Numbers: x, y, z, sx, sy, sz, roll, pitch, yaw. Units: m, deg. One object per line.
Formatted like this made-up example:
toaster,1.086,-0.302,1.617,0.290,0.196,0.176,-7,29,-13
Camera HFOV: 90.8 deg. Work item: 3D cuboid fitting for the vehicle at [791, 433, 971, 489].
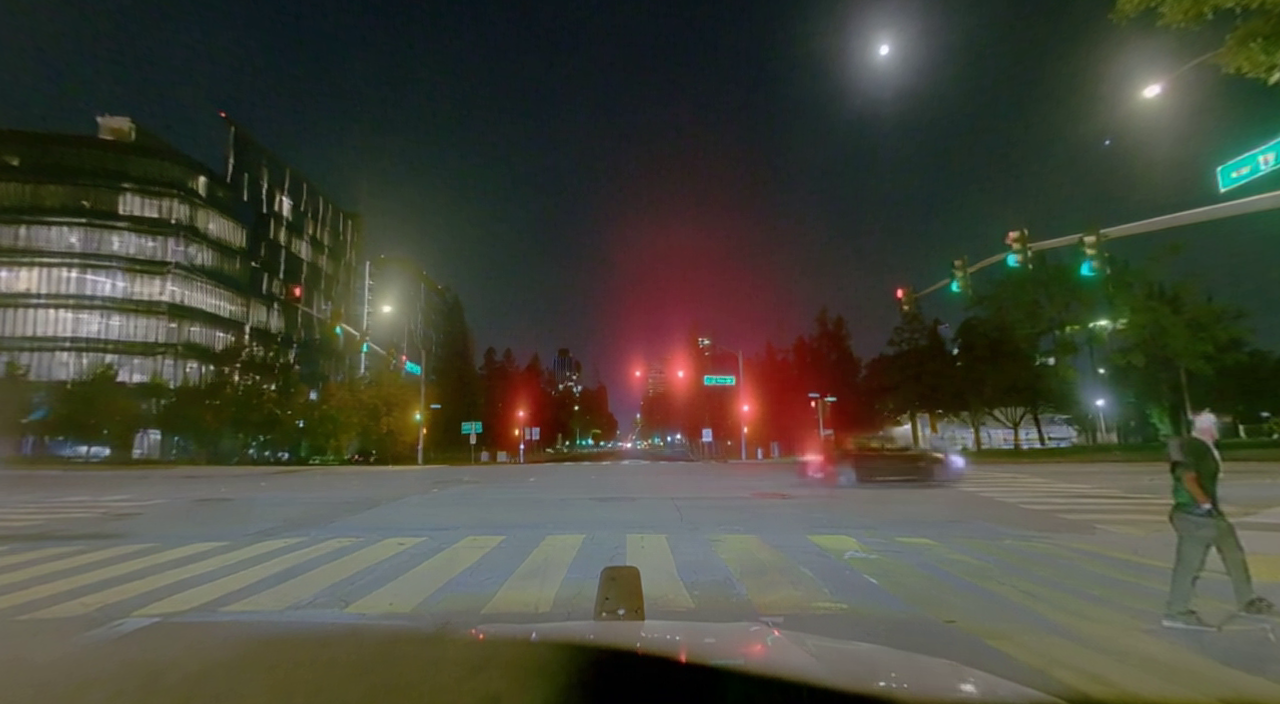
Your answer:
vehicle,6.984,3.202,18.694,4.502,1.512,1.917,0,-9,0
